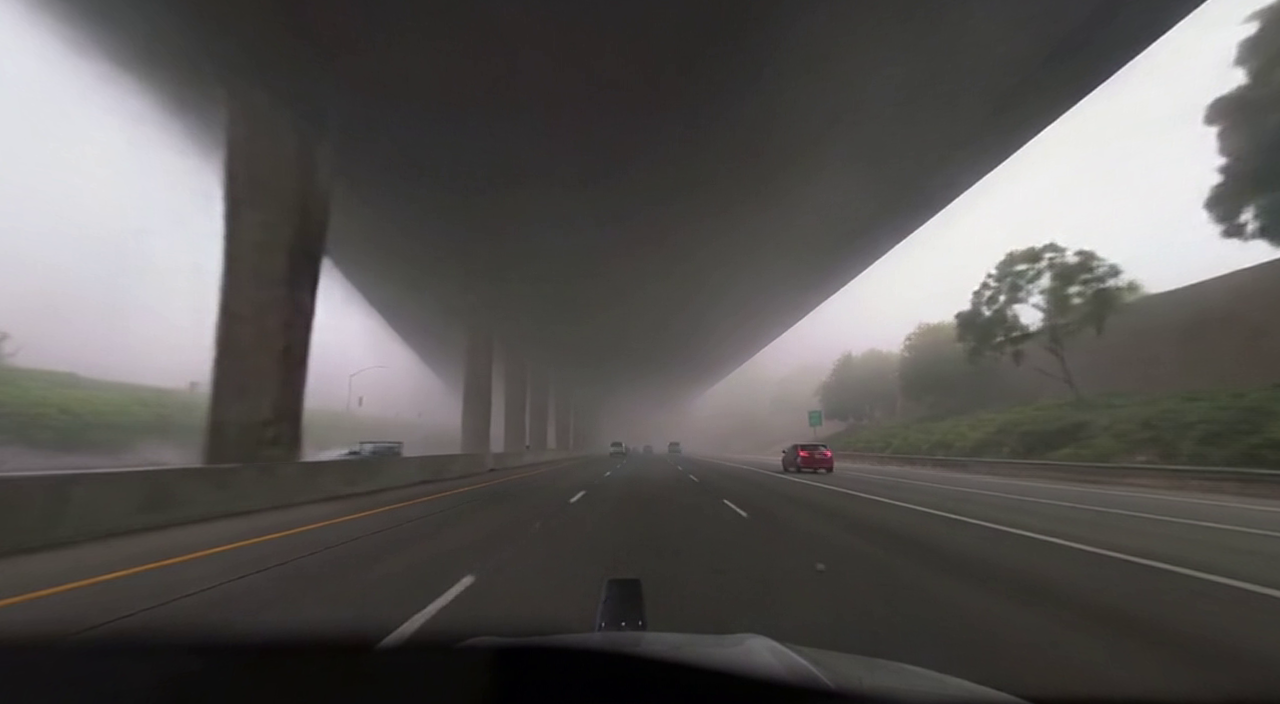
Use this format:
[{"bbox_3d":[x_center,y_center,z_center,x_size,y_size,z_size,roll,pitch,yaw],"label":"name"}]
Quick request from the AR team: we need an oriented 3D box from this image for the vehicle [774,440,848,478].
[{"bbox_3d":[7.304,4.600,27.406,1.914,1.465,4.574,0,-9,0],"label":"vehicle"}]

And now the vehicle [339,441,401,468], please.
[{"bbox_3d":[-21.096,8.030,49.635,2.254,2.027,5.835,0,-8,1],"label":"vehicle"}]

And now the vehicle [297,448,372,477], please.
[{"bbox_3d":[-17.245,6.230,35.870,1.870,1.472,4.610,0,-9,1],"label":"vehicle"}]
